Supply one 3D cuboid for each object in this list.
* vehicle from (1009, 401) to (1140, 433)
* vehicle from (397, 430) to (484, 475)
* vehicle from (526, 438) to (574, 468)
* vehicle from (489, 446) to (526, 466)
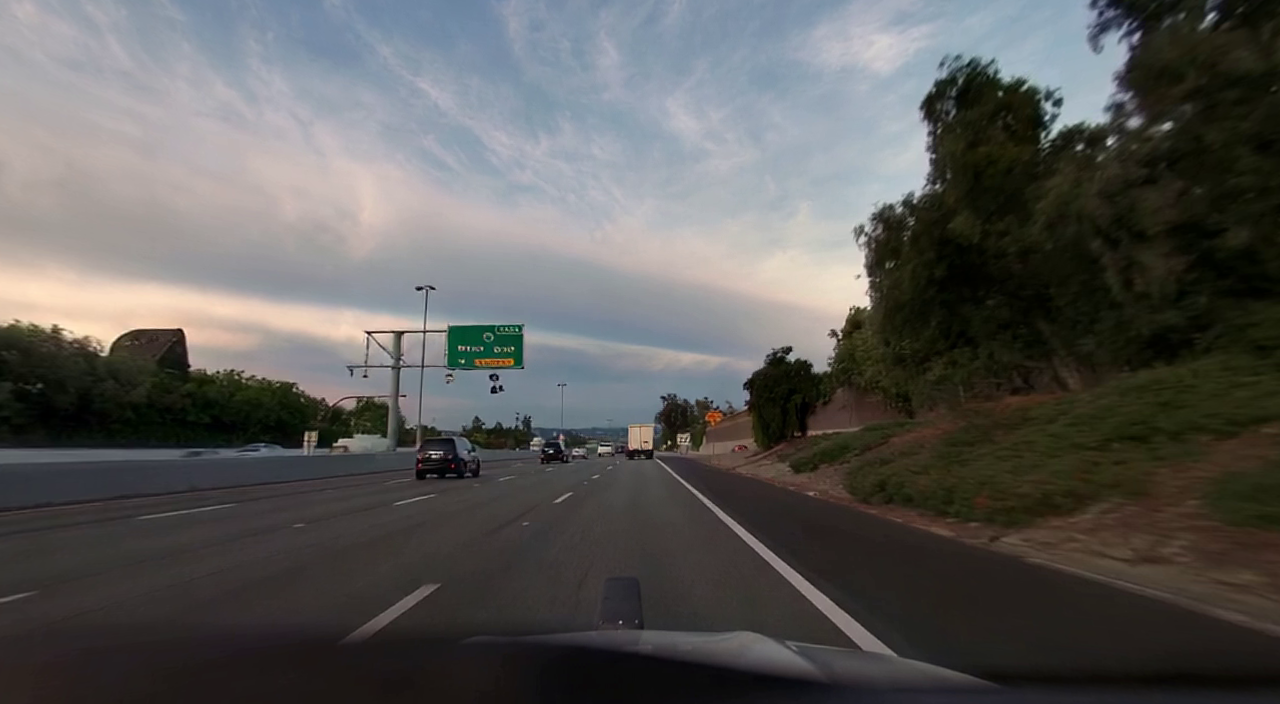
[{"bbox_3d":[27.068,4.182,39.577,2.401,1.540,6.222,4,-11,-29],"label":"vehicle"},{"bbox_3d":[-10.650,5.446,34.278,2.571,2.169,6.443,0,-9,0],"label":"vehicle"},{"bbox_3d":[-6.366,7.229,45.260,2.502,1.997,5.697,0,-9,0],"label":"vehicle"},{"bbox_3d":[-10.105,7.971,48.283,1.909,1.475,4.199,0,-9,1],"label":"vehicle"}]
